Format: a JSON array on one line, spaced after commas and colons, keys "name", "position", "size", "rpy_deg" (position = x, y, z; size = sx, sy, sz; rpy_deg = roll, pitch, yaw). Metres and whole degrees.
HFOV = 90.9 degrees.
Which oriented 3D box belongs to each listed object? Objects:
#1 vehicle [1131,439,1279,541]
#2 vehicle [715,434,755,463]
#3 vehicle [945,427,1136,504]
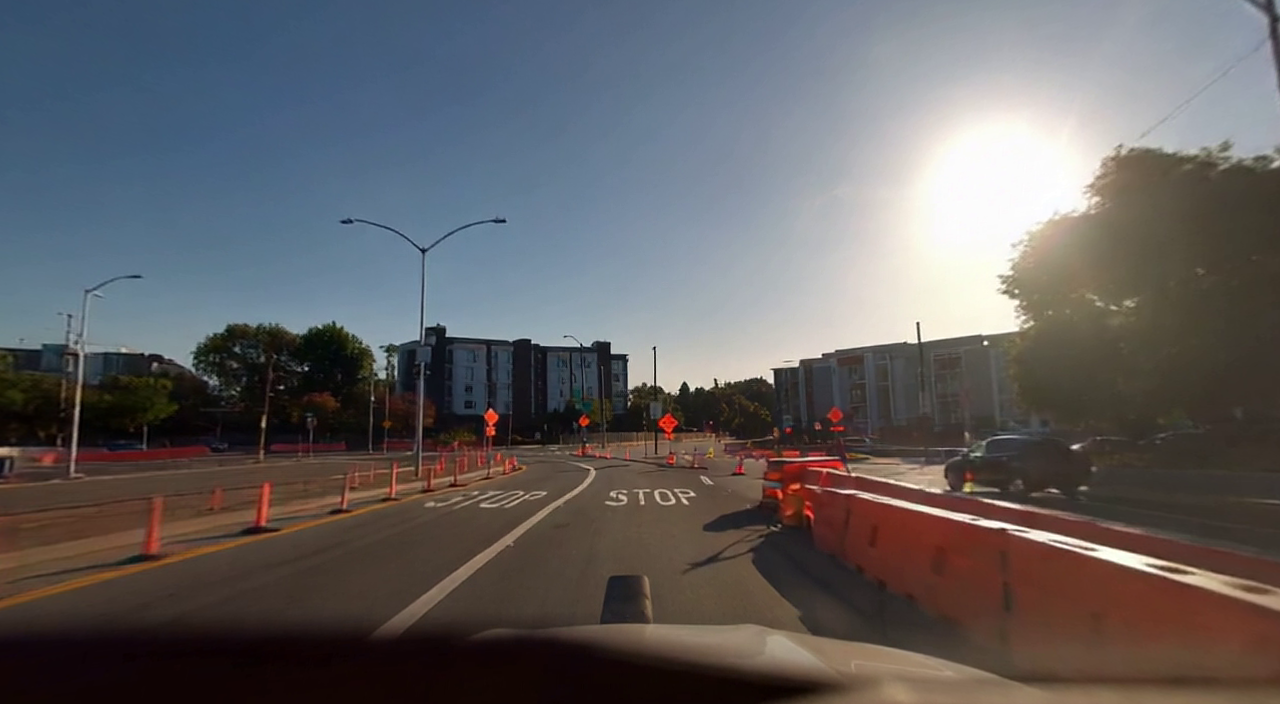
[{"name": "vehicle", "position": [10.361, 2.073, 9.595], "size": [2.000, 1.487, 4.548], "rpy_deg": [0, -9, -2]}, {"name": "vehicle", "position": [6.182, 6.337, 41.567], "size": [2.150, 1.779, 4.423], "rpy_deg": [-1, -9, 3]}, {"name": "vehicle", "position": [10.471, 3.005, 17.092], "size": [1.961, 1.754, 4.889], "rpy_deg": [0, -9, 0]}]
